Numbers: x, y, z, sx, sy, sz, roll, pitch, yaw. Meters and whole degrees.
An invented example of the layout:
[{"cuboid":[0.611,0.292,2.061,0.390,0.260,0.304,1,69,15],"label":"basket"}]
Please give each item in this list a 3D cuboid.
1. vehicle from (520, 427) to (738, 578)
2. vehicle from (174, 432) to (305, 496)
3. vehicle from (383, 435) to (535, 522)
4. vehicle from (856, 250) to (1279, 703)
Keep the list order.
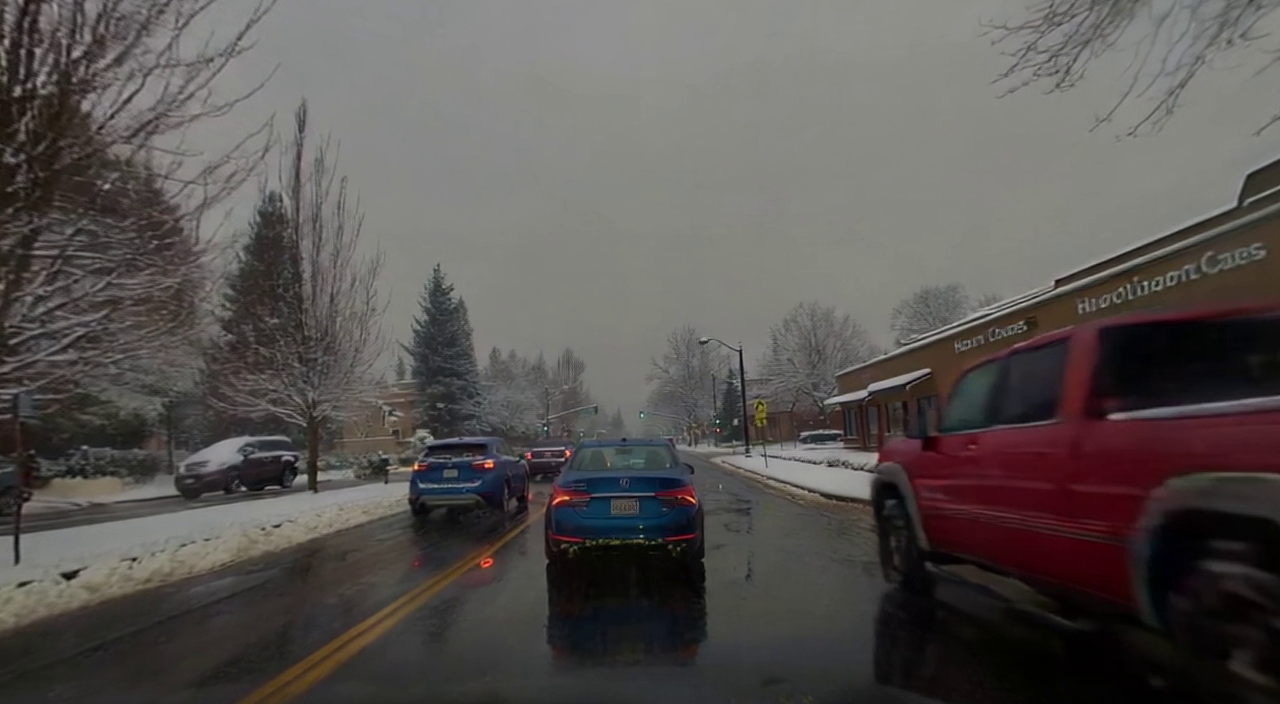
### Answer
[{"cuboid":[-0.114,1.801,8.336,2.160,1.482,4.037,0,-9,0],"label":"vehicle"},{"cuboid":[-19.166,5.357,30.671,2.286,2.777,5.926,0,-9,2],"label":"vehicle"},{"cuboid":[-3.454,2.492,12.914,1.905,1.473,4.016,0,-9,0],"label":"vehicle"},{"cuboid":[3.267,0.898,3.877,2.152,1.987,4.527,0,-9,-1],"label":"vehicle"}]
